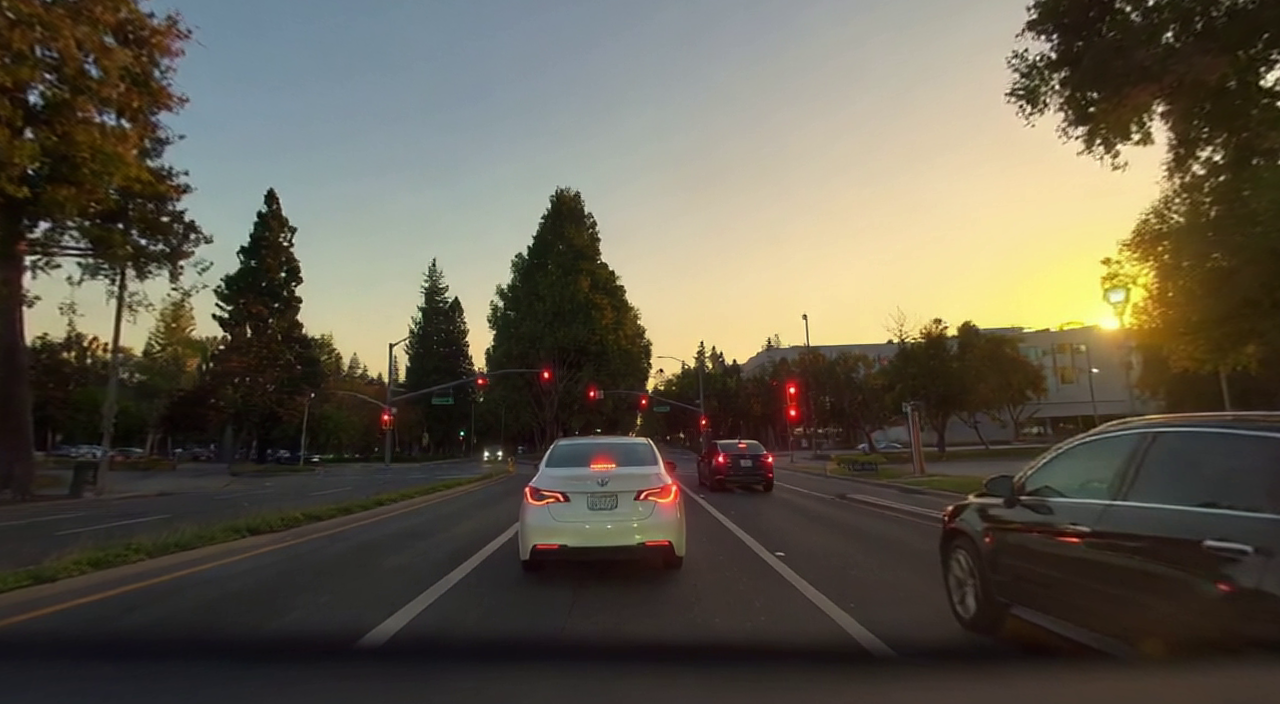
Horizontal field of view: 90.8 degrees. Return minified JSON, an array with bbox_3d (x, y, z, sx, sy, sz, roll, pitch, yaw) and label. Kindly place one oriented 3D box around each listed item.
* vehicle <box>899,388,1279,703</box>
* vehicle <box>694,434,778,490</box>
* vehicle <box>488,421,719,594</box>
[{"bbox_3d":[3.162,1.004,3.114,1.910,1.474,4.263,0,-9,-1],"label":"vehicle"},{"bbox_3d":[2.906,3.436,20.065,1.874,1.556,4.116,0,-9,-2],"label":"vehicle"},{"bbox_3d":[-0.349,1.632,7.364,2.006,1.487,3.535,0,-9,-1],"label":"vehicle"}]
